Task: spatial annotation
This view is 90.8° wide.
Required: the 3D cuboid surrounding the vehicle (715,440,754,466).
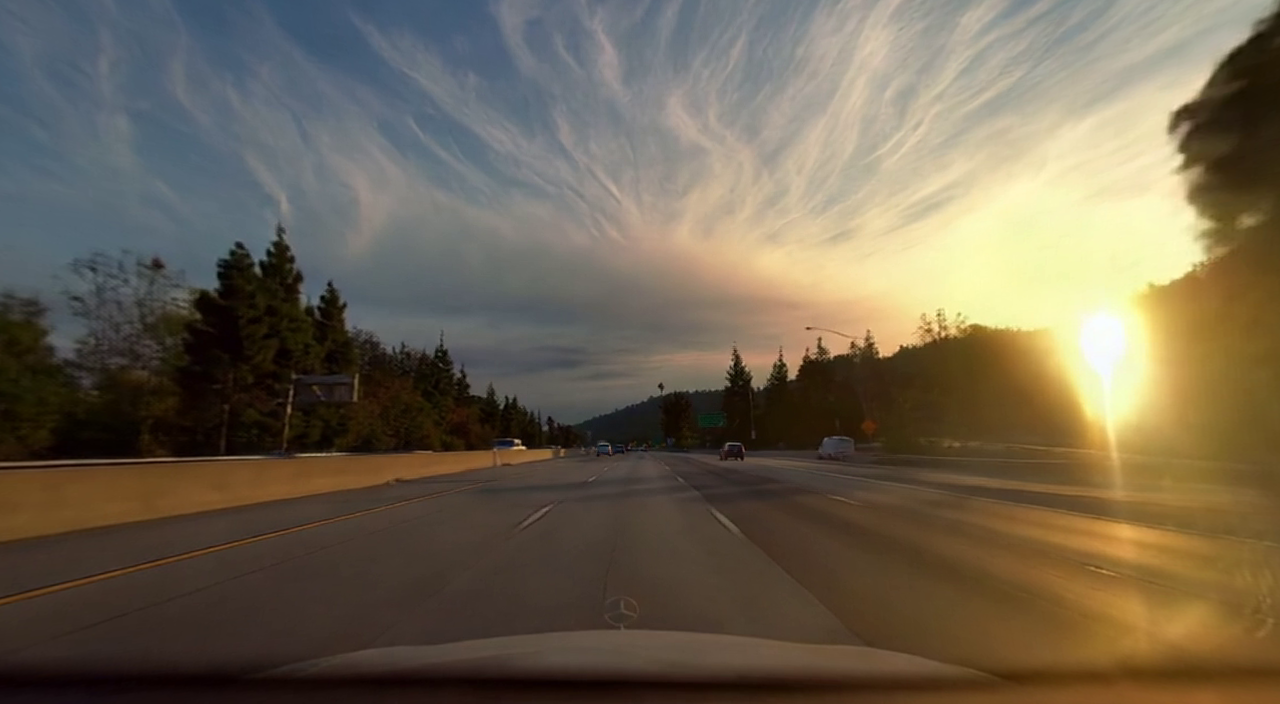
[{"bbox_3d":[6.558,7.079,44.254,2.081,1.705,3.926,0,-9,-1],"label":"vehicle"}]
